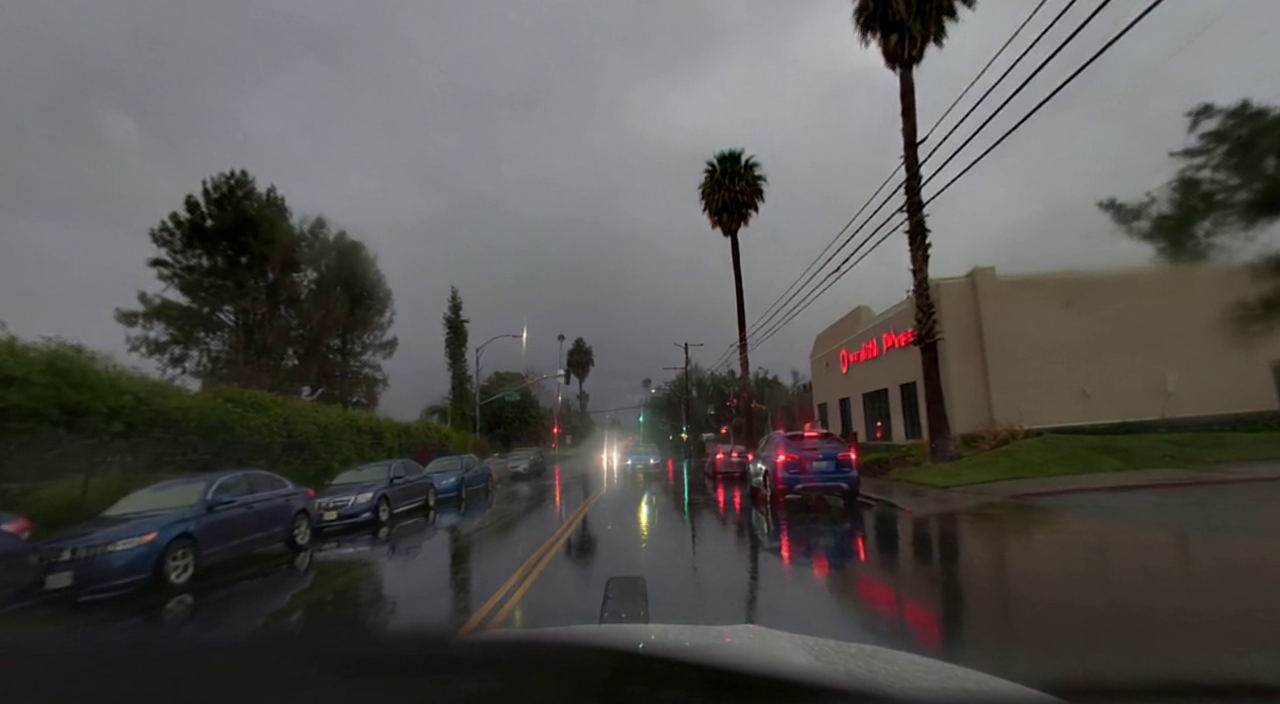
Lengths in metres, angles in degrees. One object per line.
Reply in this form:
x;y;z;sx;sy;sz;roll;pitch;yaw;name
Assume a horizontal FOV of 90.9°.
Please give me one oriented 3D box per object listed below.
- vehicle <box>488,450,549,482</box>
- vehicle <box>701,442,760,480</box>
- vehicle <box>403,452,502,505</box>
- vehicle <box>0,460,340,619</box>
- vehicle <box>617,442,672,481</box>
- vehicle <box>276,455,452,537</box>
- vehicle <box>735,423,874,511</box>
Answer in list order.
-6.085;5.762;32.228;2.105;1.469;4.693;0;-8;1;vehicle
3.707;4.536;26.582;1.821;1.417;4.454;0;-8;0;vehicle
-5.995;4.072;20.798;1.850;1.482;4.454;0;-8;1;vehicle
-6.188;2.297;8.679;1.810;1.489;4.336;-1;-8;2;vehicle
0.153;4.392;25.583;2.060;1.452;4.078;0;-8;0;vehicle
-6.067;3.181;14.603;1.874;1.472;4.668;0;-8;1;vehicle
3.769;2.743;15.554;2.099;1.786;5.198;0;-8;1;vehicle
